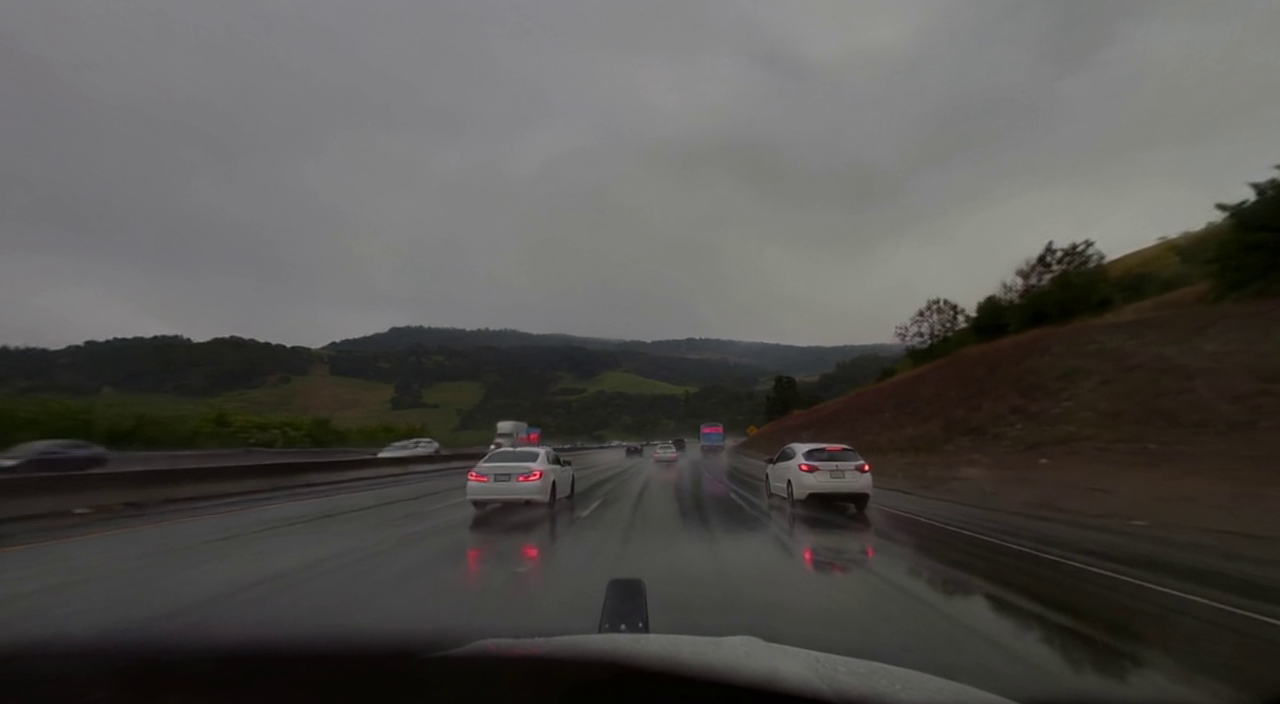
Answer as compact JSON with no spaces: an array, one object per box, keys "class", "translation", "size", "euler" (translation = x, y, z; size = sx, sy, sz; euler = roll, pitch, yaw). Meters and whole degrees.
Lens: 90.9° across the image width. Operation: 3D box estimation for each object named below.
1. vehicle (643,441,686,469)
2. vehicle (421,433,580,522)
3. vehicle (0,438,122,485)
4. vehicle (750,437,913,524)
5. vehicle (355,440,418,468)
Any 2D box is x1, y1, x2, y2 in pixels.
[{"class":"vehicle","translation":[1.369,5.669,34.853],"size":[2.202,1.467,3.929],"euler":[-1,-9,3]},{"class":"vehicle","translation":[-2.614,2.499,13.180],"size":[2.031,1.491,4.792],"euler":[-1,-8,2]},{"class":"vehicle","translation":[-22.348,3.987,23.367],"size":[2.205,1.567,4.772],"euler":[0,-8,1]},{"class":"vehicle","translation":[3.653,2.527,12.976],"size":[2.013,1.464,4.317],"euler":[0,-9,1]},{"class":"vehicle","translation":[-14.946,6.011,37.423],"size":[1.908,1.527,4.242],"euler":[0,-8,2]}]
